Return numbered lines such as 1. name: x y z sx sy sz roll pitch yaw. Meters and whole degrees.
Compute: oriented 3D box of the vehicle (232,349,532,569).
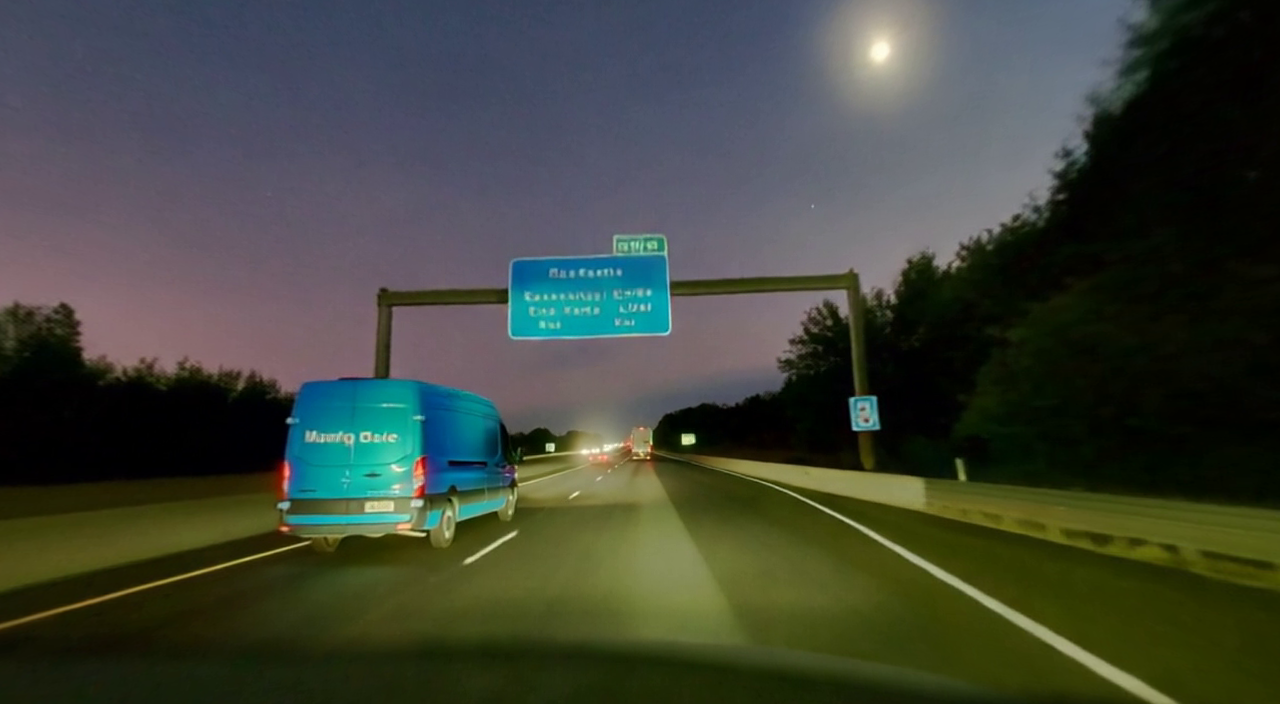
1. vehicle: -3.688 1.801 11.130 2.320 2.636 7.021 0 -9 0
